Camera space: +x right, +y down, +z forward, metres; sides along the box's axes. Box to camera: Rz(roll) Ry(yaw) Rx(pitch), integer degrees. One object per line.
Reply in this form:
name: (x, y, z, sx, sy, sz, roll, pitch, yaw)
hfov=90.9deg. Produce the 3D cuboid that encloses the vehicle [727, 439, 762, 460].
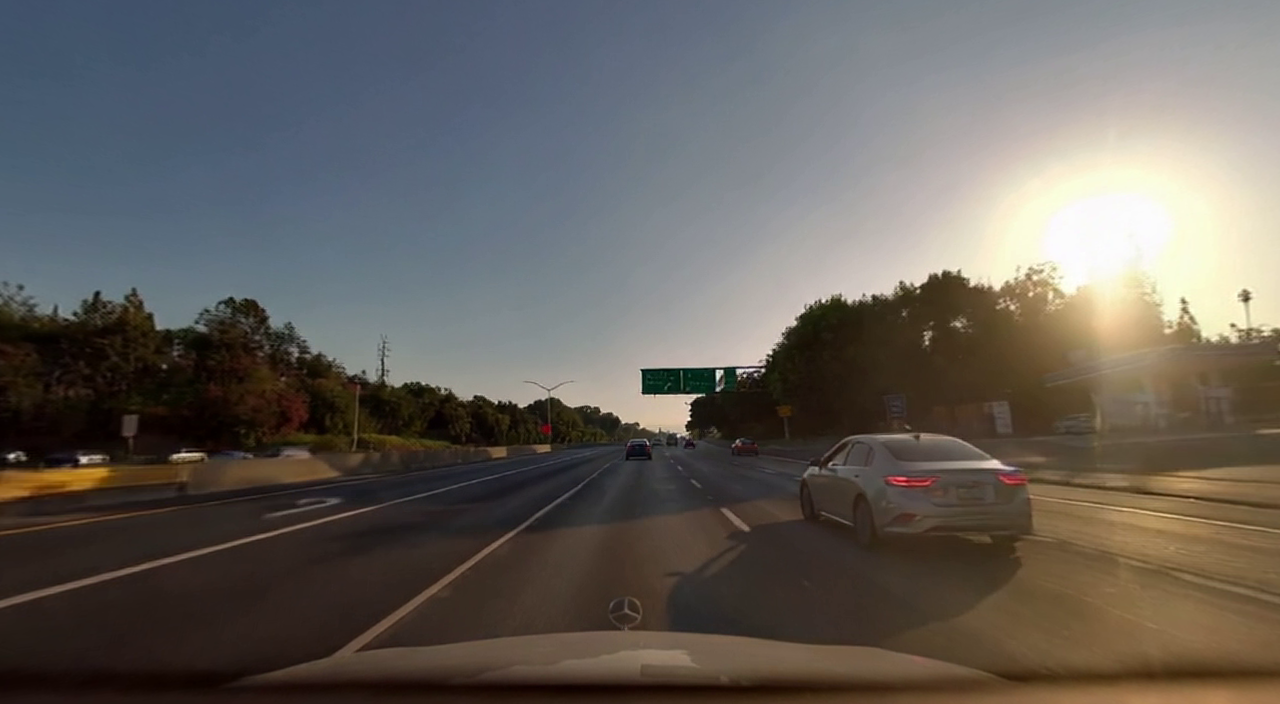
vehicle: (7.751, 7.273, 47.161, 1.867, 1.463, 4.295, 0, -8, -1)

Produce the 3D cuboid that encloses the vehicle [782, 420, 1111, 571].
vehicle: (3.602, 1.774, 8.702, 2.172, 1.490, 4.668, 0, -8, 0)

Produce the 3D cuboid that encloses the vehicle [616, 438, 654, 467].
vehicle: (-0.269, 5.645, 35.652, 1.999, 1.473, 4.351, 0, -8, 0)
